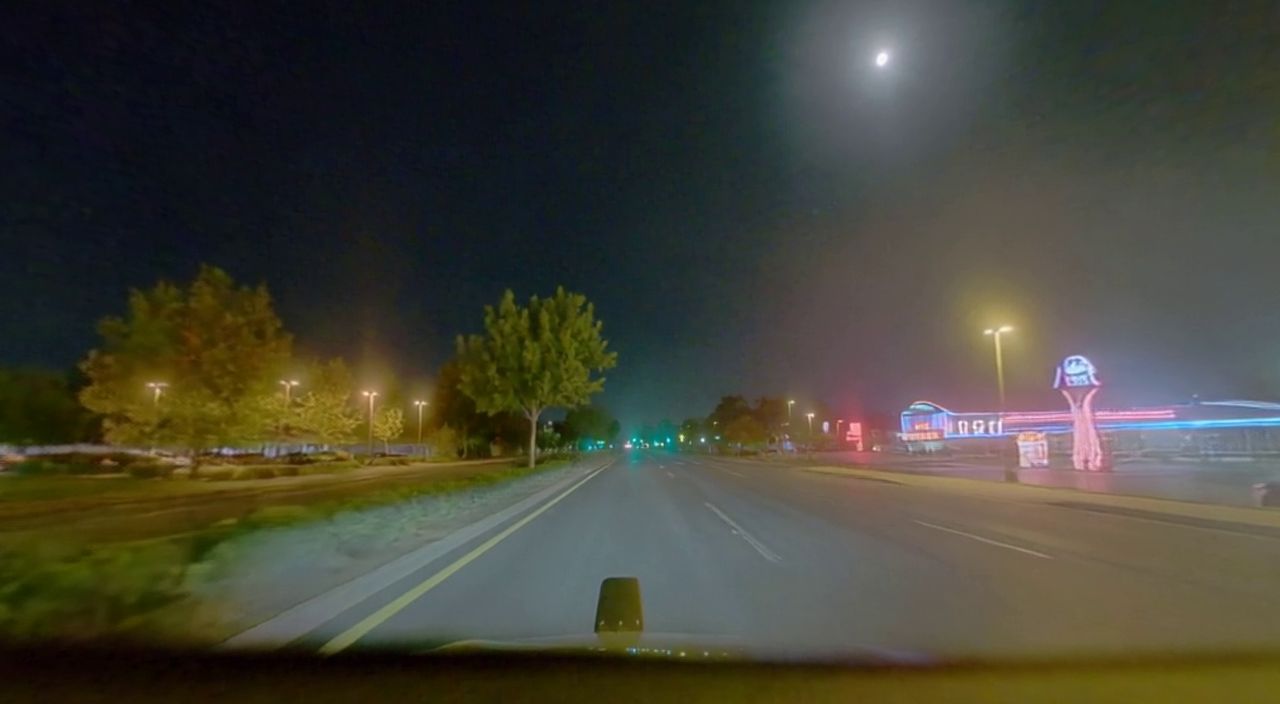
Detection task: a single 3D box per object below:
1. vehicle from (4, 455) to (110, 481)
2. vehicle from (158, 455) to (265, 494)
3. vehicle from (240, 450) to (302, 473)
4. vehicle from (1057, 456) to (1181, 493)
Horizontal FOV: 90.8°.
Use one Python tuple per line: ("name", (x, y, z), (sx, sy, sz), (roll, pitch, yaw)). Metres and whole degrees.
("vehicle", (-36.133, 7.192, 39.259), (4.385, 1.485, 2.092), (0, -9, -2))
("vehicle", (-19.480, 5.558, 28.990), (1.889, 1.497, 4.478), (-3, -9, -2))
("vehicle", (-28.578, 8.466, 49.075), (1.948, 1.689, 4.553), (0, -8, 2))
("vehicle", (20.806, 5.329, 27.561), (3.732, 1.503, 1.981), (0, -10, -1))
